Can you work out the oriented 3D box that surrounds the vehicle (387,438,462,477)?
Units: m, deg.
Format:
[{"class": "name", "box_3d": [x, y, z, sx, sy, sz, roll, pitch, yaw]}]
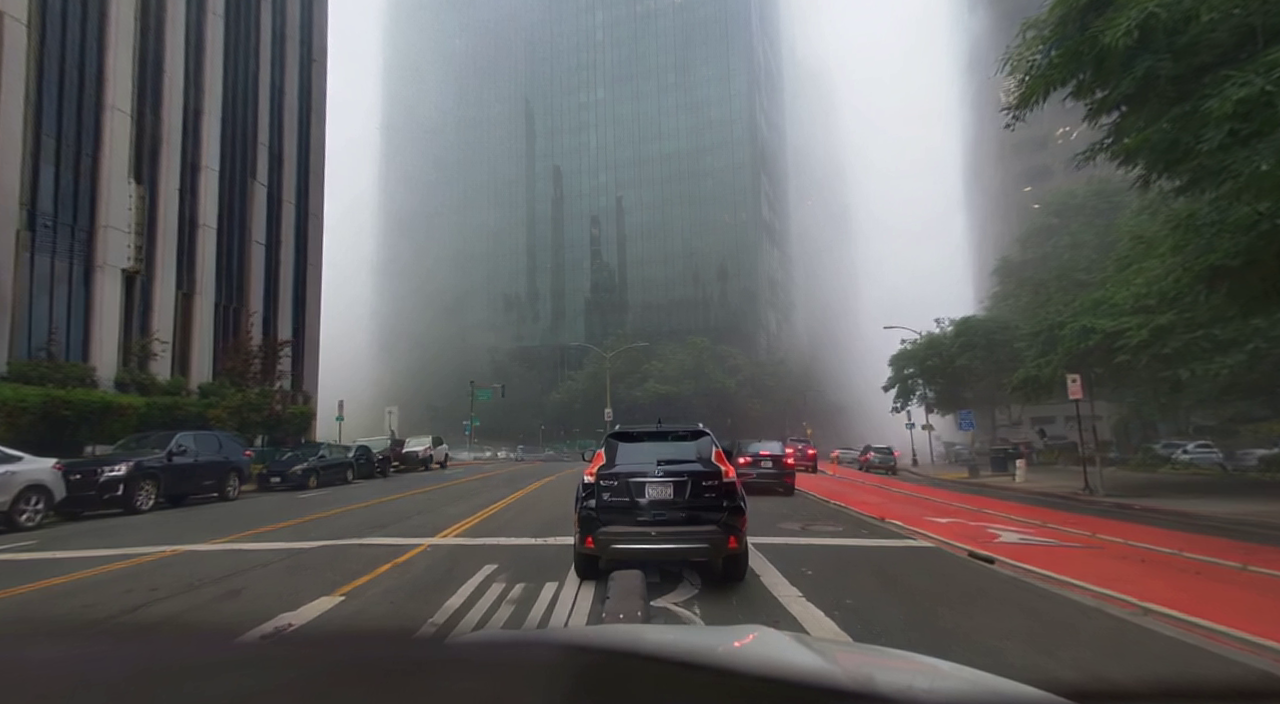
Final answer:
[{"class": "vehicle", "box_3d": [-11.615, 5.720, 34.577, 2.338, 1.963, 5.740, 0, -8, -3]}]

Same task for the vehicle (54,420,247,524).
[{"class": "vehicle", "box_3d": [-10.325, 2.515, 13.695, 1.543, 1.946, 3.454, 1, -8, -5]}]

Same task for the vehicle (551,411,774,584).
[{"class": "vehicle", "box_3d": [0.266, 1.748, 8.393, 2.192, 1.695, 4.142, 0, -8, 1]}]

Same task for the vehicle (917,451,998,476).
[{"class": "vehicle", "box_3d": [23.034, 8.029, 45.847, 4.956, 1.706, 1.822, -6, -10, 34]}]

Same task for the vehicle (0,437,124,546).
[{"class": "vehicle", "box_3d": [-9.962, 1.977, 8.923, 1.844, 1.524, 4.371, 0, -8, -4]}]

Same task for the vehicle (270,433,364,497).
[{"class": "vehicle", "box_3d": [-10.950, 3.810, 21.678, 1.559, 1.973, 3.419, 0, -8, -4]}]

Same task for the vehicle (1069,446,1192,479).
[{"class": "vehicle", "box_3d": [31.123, 7.007, 40.389, 5.890, 1.996, 2.155, -6, -10, 34]}]

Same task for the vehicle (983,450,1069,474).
[{"class": "vehicle", "box_3d": [28.265, 8.034, 46.350, 5.153, 1.626, 1.895, -6, -11, 36]}]
